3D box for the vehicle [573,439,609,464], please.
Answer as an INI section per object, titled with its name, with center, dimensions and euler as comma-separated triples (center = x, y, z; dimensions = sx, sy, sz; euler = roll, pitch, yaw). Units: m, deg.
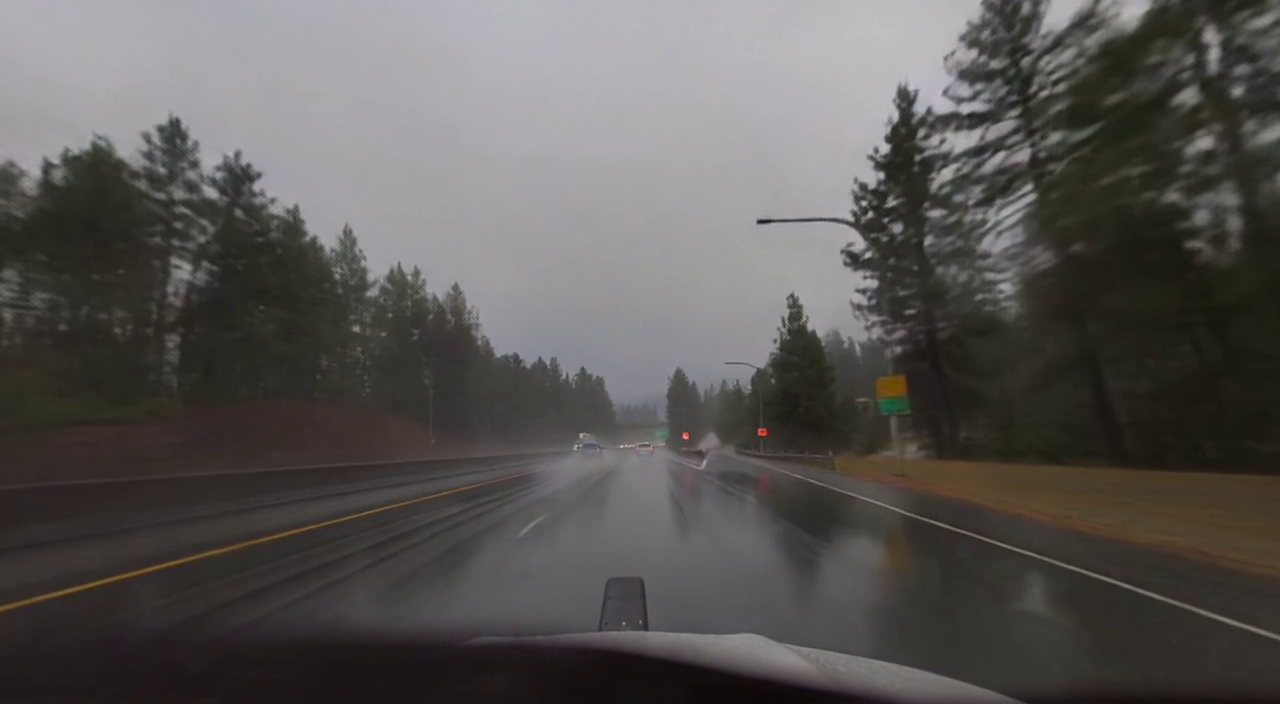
[vehicle]
center = -3.491, 7.207, 45.789
dimensions = 2.129, 1.742, 4.217
euler = 0, -8, 2
